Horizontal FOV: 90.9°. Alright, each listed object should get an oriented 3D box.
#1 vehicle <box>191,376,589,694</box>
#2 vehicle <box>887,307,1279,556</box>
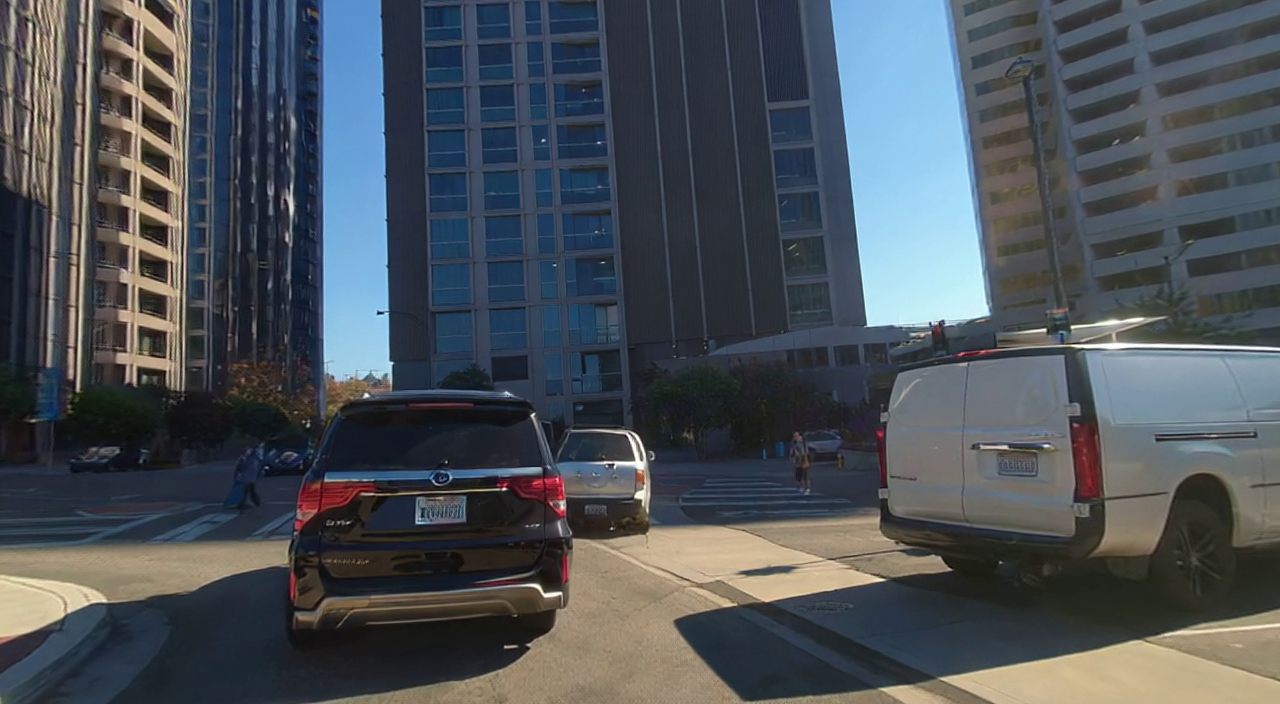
[{"bbox_3d":[-1.651,1.318,5.708,2.144,1.733,4.115,1,-9,-8],"label":"vehicle"},{"bbox_3d":[7.248,1.022,8.217,6.932,2.753,2.446,0,-8,1],"label":"vehicle"}]
